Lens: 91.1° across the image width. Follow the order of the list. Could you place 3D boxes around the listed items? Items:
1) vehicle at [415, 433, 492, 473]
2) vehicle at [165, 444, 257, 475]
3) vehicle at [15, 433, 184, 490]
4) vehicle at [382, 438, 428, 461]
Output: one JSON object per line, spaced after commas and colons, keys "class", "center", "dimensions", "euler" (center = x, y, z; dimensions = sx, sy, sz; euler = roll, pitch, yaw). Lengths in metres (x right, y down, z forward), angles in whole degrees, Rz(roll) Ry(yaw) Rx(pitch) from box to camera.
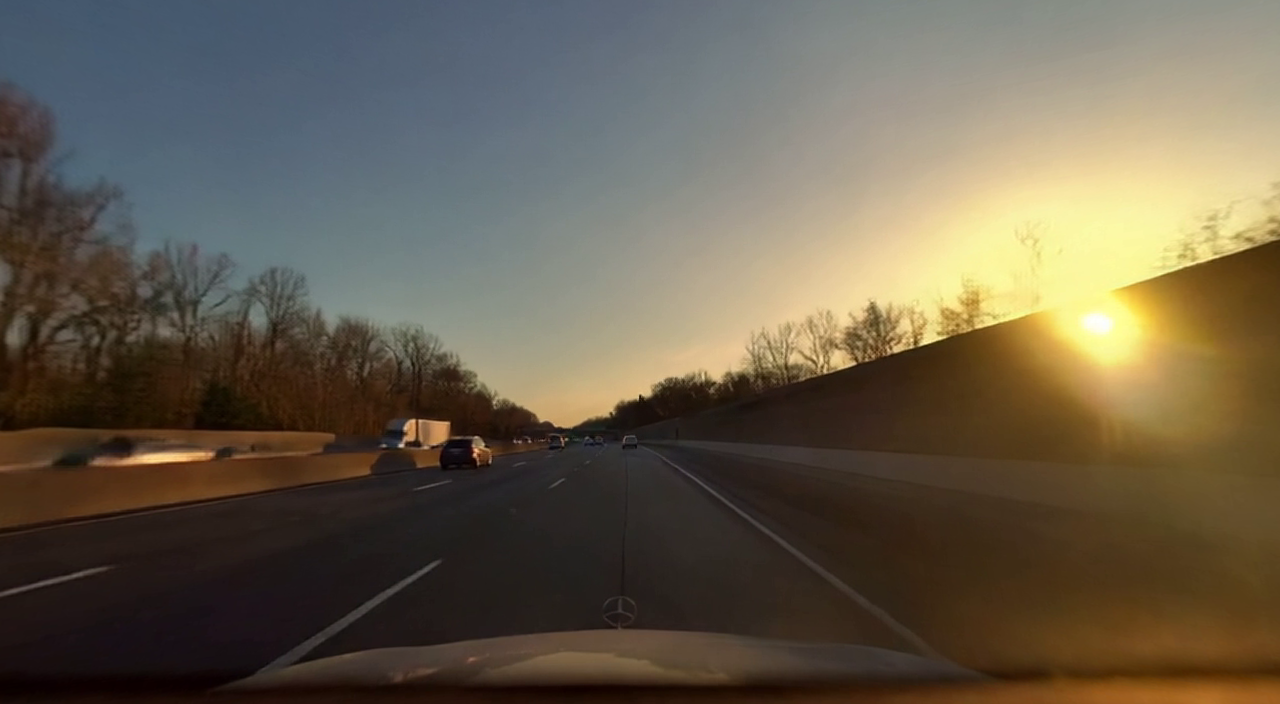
{"class": "vehicle", "center": [-7.672, 4.175, 26.306], "dimensions": [1.972, 1.532, 4.222], "euler": [0, -8, 0]}
{"class": "vehicle", "center": [-23.699, 5.911, 34.990], "dimensions": [1.849, 1.552, 4.689], "euler": [0, -8, -1]}
{"class": "vehicle", "center": [-16.500, 3.326, 19.509], "dimensions": [1.786, 1.565, 3.896], "euler": [0, -8, -1]}
{"class": "vehicle", "center": [-17.005, 7.055, 45.696], "dimensions": [1.812, 1.519, 3.999], "euler": [0, -8, 0]}
